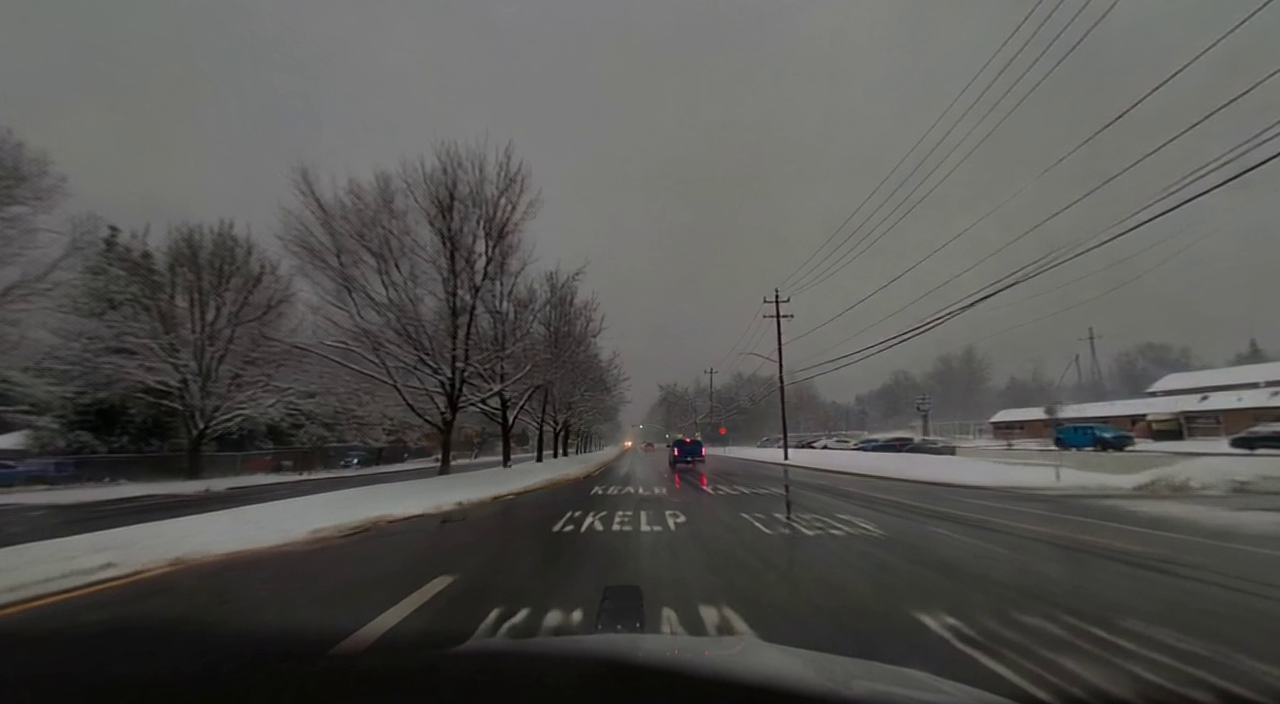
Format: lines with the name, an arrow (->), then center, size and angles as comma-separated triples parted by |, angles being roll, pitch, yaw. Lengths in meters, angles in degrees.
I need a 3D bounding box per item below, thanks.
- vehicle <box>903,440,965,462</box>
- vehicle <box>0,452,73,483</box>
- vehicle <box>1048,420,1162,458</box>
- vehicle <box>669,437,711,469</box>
vehicle -> 20.011, 6.757, 43.267 | 1.980, 1.423, 4.793 | 1, -8, 0
vehicle -> -40.093, 7.481, 41.003 | 4.422, 1.874, 2.112 | 1, -8, -1
vehicle -> 29.535, 5.596, 40.512 | 2.406, 2.215, 6.315 | 0, -8, 0
vehicle -> 3.026, 6.173, 38.858 | 2.086, 1.803, 4.607 | 1, -8, -2
